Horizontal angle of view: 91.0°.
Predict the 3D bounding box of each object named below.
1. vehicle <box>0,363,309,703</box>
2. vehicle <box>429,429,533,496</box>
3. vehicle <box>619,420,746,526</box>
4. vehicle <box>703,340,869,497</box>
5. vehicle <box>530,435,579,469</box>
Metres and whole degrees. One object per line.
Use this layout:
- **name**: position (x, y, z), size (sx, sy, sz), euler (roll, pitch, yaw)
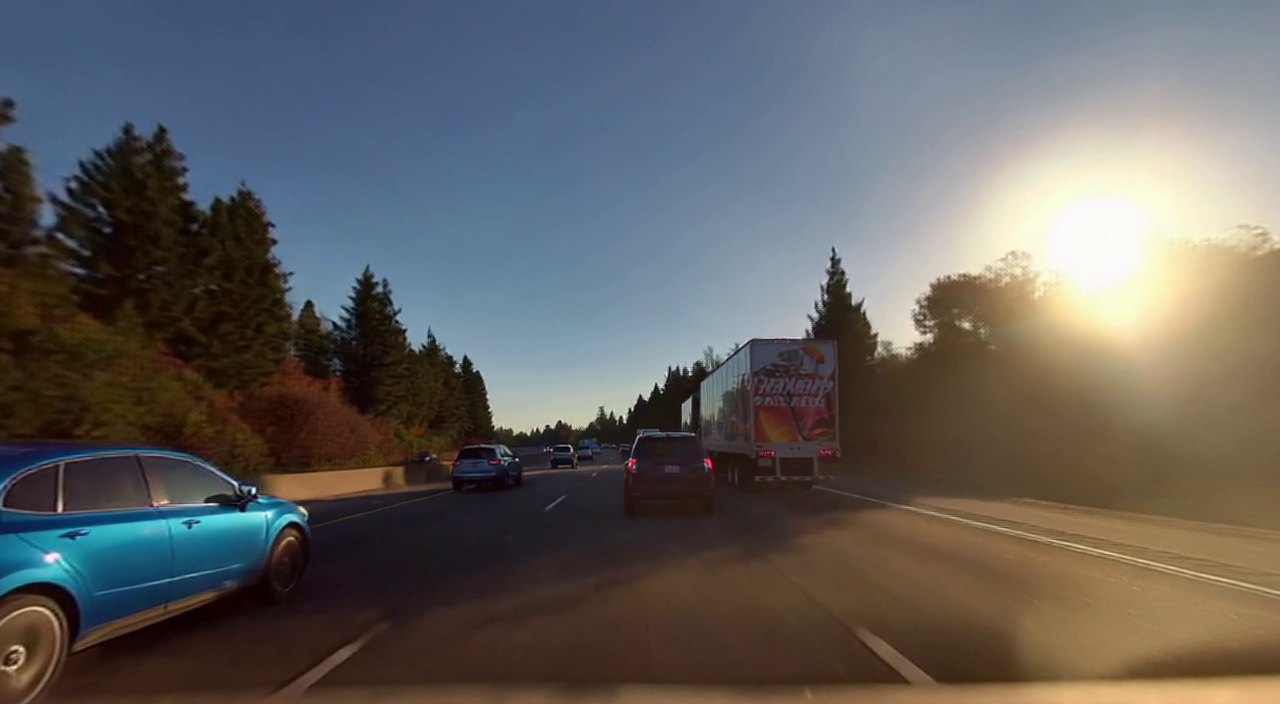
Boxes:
- **vehicle**: position (-4.072, 0.968, 3.540), size (1.983, 1.666, 4.452), euler (0, -8, 0)
- **vehicle**: position (-4.277, 3.023, 17.580), size (1.905, 1.642, 3.803), euler (0, -8, 0)
- **vehicle**: position (0.634, 2.186, 11.840), size (2.017, 1.662, 3.543), euler (0, -8, -1)
- **vehicle**: position (4.472, 2.711, 23.497), size (2.828, 4.081, 14.220), euler (0, -8, 0)
- **vehicle**: position (-4.541, 5.380, 33.999), size (2.014, 1.683, 4.275), euler (0, -8, 1)
